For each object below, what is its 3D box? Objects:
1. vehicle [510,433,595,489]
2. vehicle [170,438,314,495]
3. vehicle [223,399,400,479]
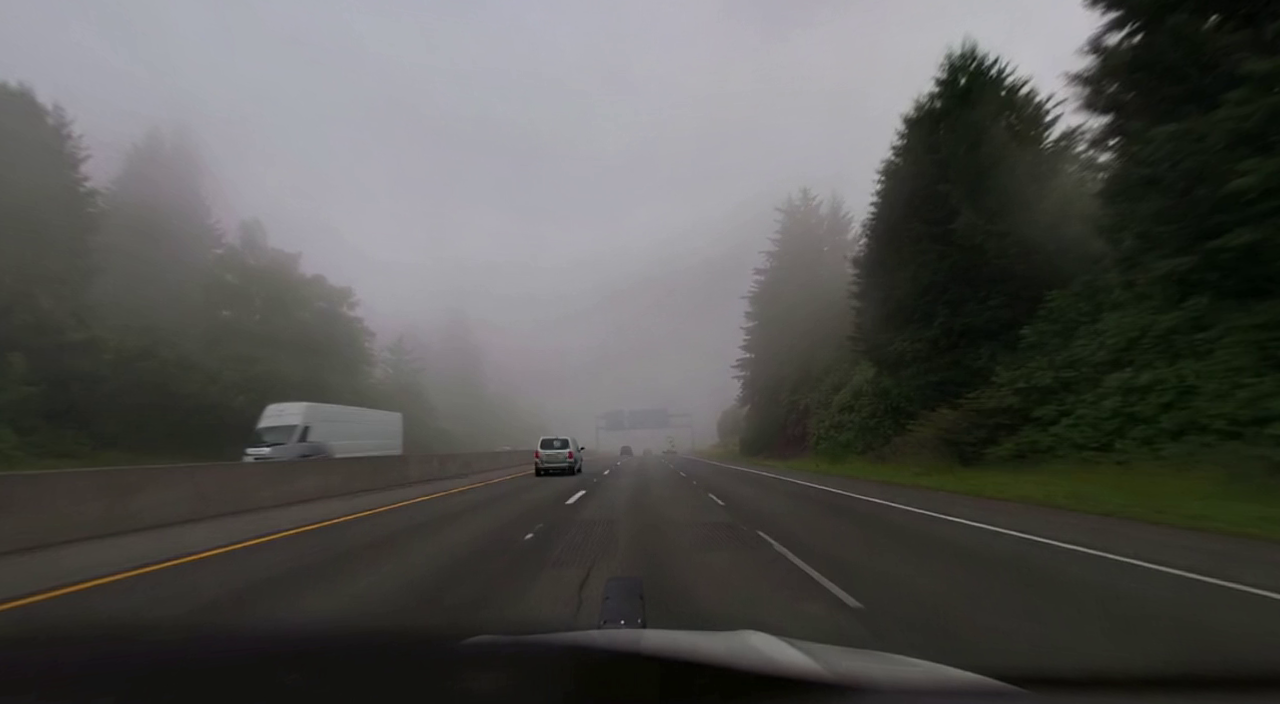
[{"bbox_3d":[-2.787,3.596,20.995,2.183,1.662,3.968,0,-9,1],"label":"vehicle"},{"bbox_3d":[-15.002,4.316,24.225,2.090,1.914,5.158,0,-9,0],"label":"vehicle"},{"bbox_3d":[-19.395,5.481,39.126,3.227,4.084,13.972,0,-9,1],"label":"vehicle"}]
